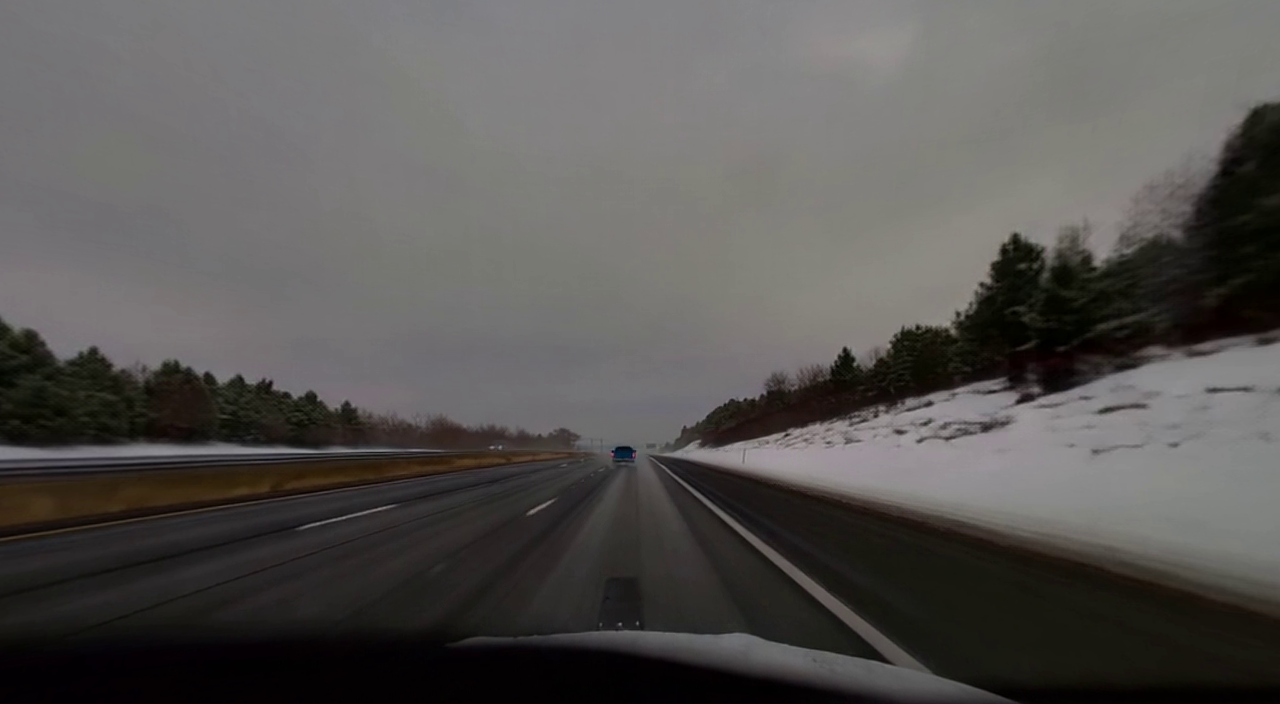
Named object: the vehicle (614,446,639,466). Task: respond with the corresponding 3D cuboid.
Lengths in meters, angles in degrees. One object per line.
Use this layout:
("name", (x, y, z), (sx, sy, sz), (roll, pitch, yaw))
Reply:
("vehicle", (-1.046, 8.134, 49.348), (1.891, 1.456, 3.806), (0, -9, 0))
